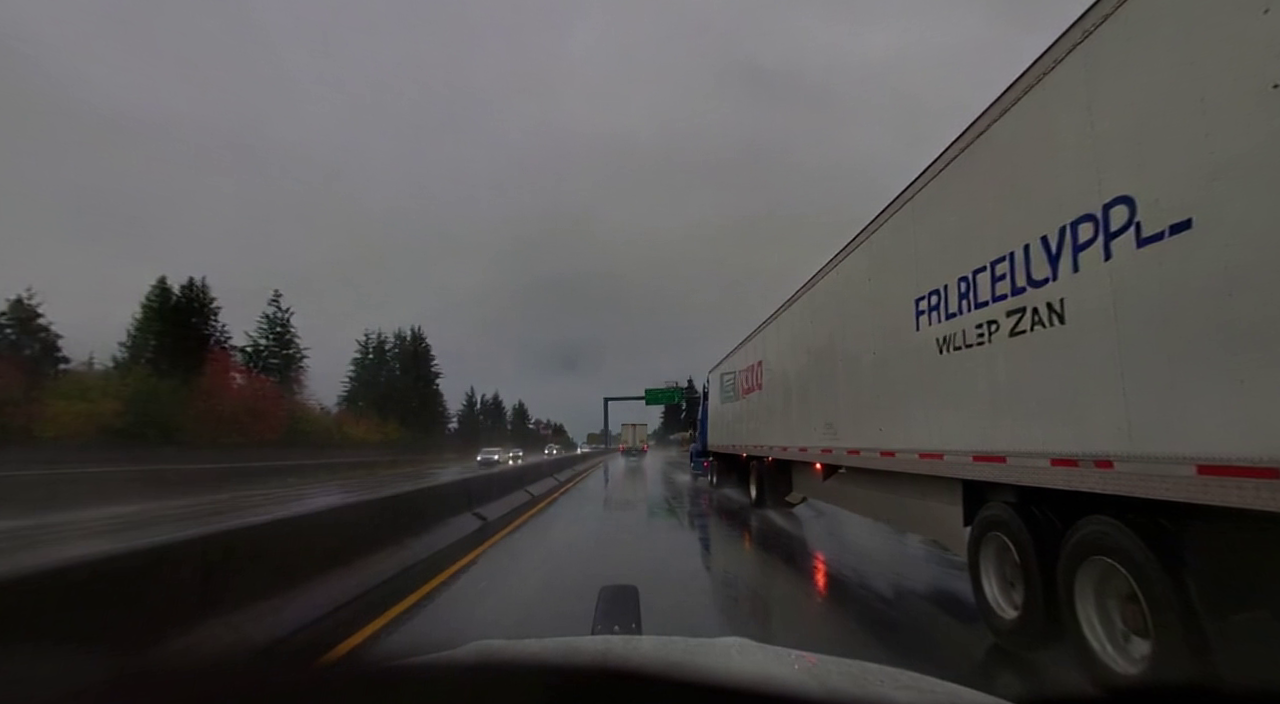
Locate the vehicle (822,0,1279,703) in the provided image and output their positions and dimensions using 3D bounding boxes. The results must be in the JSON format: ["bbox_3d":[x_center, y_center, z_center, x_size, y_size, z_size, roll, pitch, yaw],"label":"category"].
[{"bbox_3d":[4.254,-0.045,4.648,2.853,4.086,9.078,0,-8,-1],"label":"vehicle"}]

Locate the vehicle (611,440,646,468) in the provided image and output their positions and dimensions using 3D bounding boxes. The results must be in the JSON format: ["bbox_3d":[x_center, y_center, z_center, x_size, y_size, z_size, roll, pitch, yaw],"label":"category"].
[{"bbox_3d":[-0.632,5.906,36.664,1.943,1.491,3.459,-1,-8,0],"label":"vehicle"}]
